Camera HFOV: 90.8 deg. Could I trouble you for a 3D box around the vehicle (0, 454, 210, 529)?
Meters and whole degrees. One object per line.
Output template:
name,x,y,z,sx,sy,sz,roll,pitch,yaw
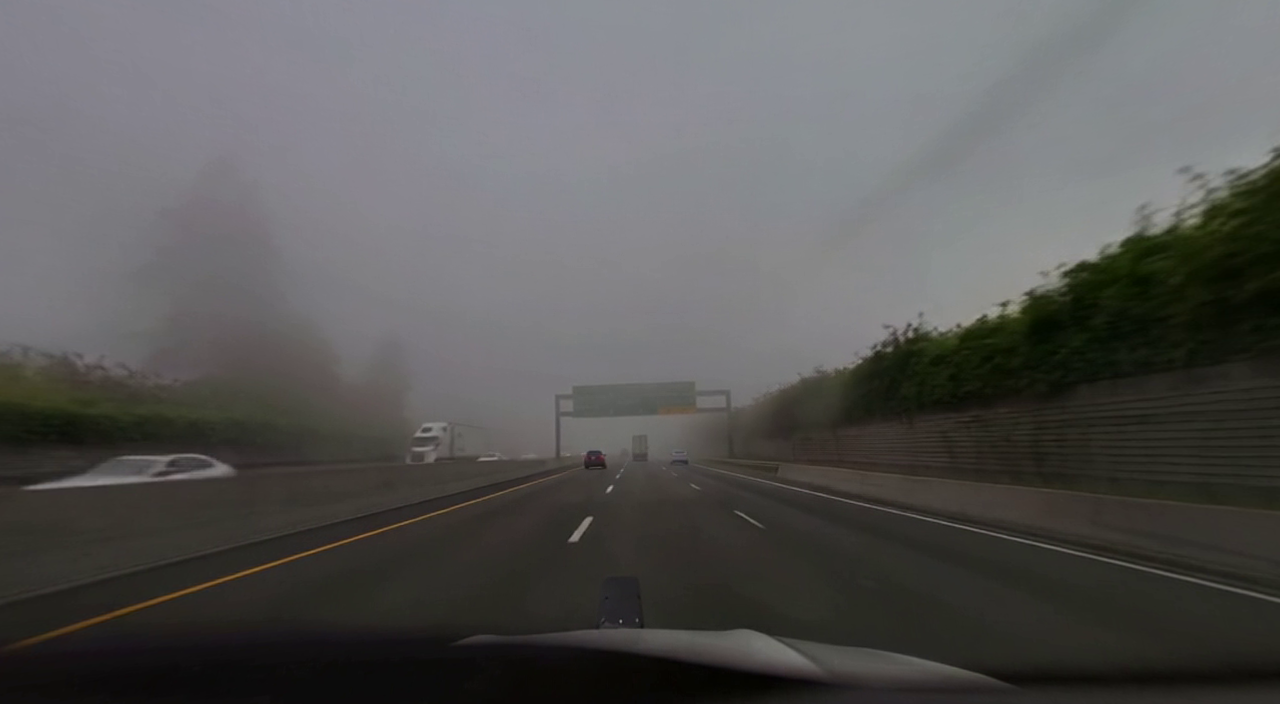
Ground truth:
vehicle,-12.406,3.116,14.663,1.781,1.426,4.265,0,-9,0
